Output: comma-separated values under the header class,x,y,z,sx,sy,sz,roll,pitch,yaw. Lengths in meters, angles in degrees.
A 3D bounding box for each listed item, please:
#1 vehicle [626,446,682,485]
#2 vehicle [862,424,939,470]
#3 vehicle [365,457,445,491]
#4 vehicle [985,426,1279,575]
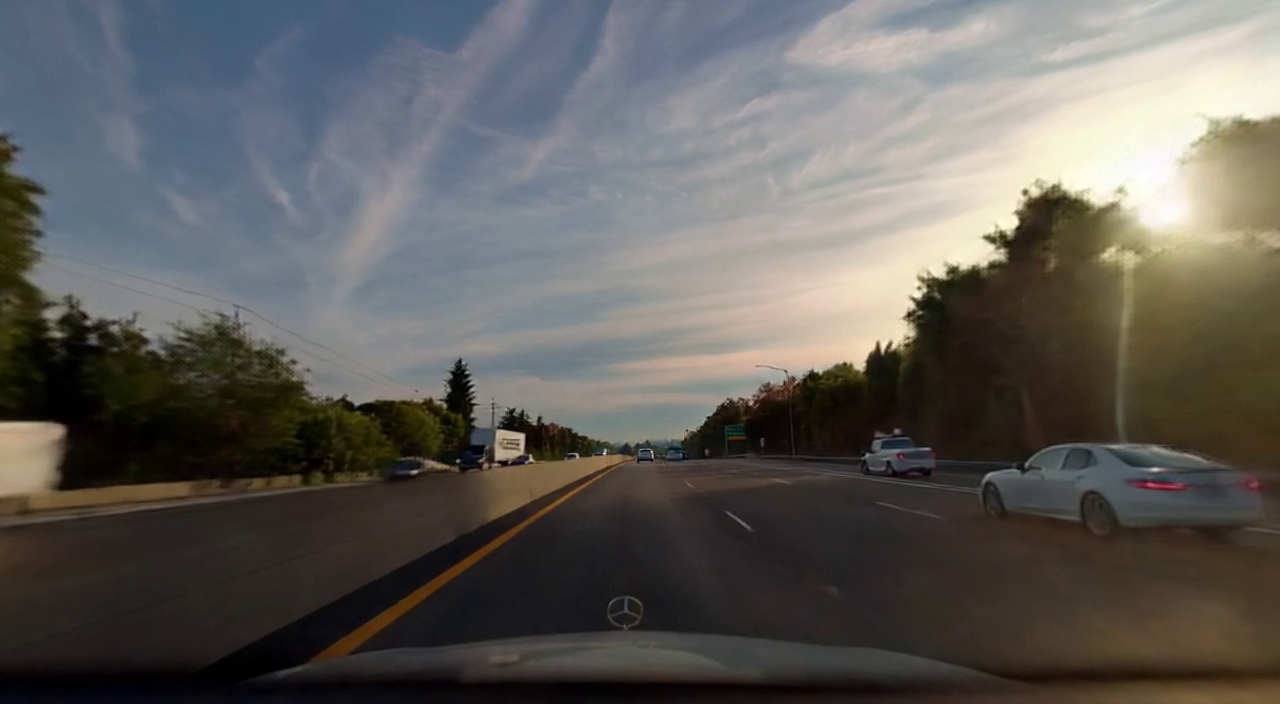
class,x,y,z,sx,sy,sz,roll,pitch,yaw
vehicle,0.544,4.757,26.682,2.177,1.520,4.278,0,-9,0
vehicle,14.759,5.450,36.113,2.115,2.446,5.323,0,-9,0
vehicle,-11.525,5.982,31.281,2.285,1.503,4.397,0,-9,0
vehicle,7.179,1.883,8.823,1.977,1.502,4.670,0,-9,-1
